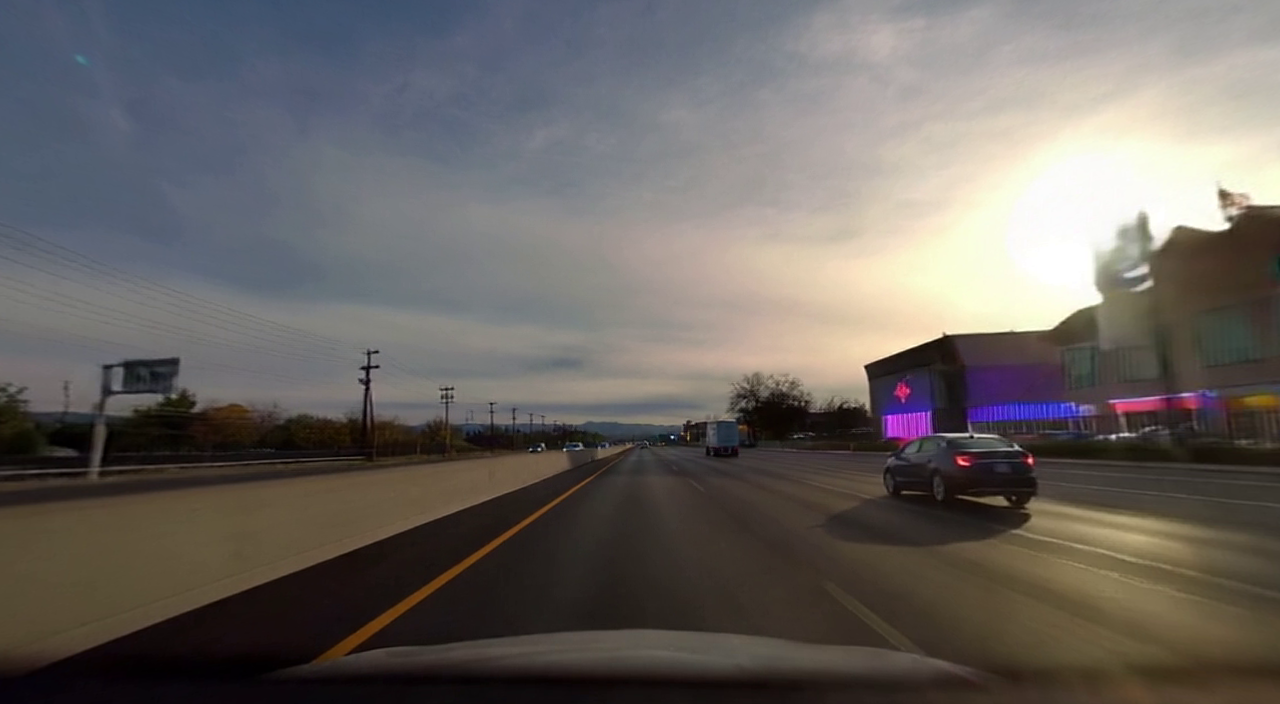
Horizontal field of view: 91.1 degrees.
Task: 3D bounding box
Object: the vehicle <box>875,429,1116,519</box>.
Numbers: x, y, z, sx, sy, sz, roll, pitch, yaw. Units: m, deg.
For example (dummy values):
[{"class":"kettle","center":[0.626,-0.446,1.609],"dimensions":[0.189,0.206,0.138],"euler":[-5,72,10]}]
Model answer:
[{"class":"vehicle","center":[6.977,2.444,13.194],"dimensions":[2.079,1.518,5.032],"euler":[0,-8,-1]}]
